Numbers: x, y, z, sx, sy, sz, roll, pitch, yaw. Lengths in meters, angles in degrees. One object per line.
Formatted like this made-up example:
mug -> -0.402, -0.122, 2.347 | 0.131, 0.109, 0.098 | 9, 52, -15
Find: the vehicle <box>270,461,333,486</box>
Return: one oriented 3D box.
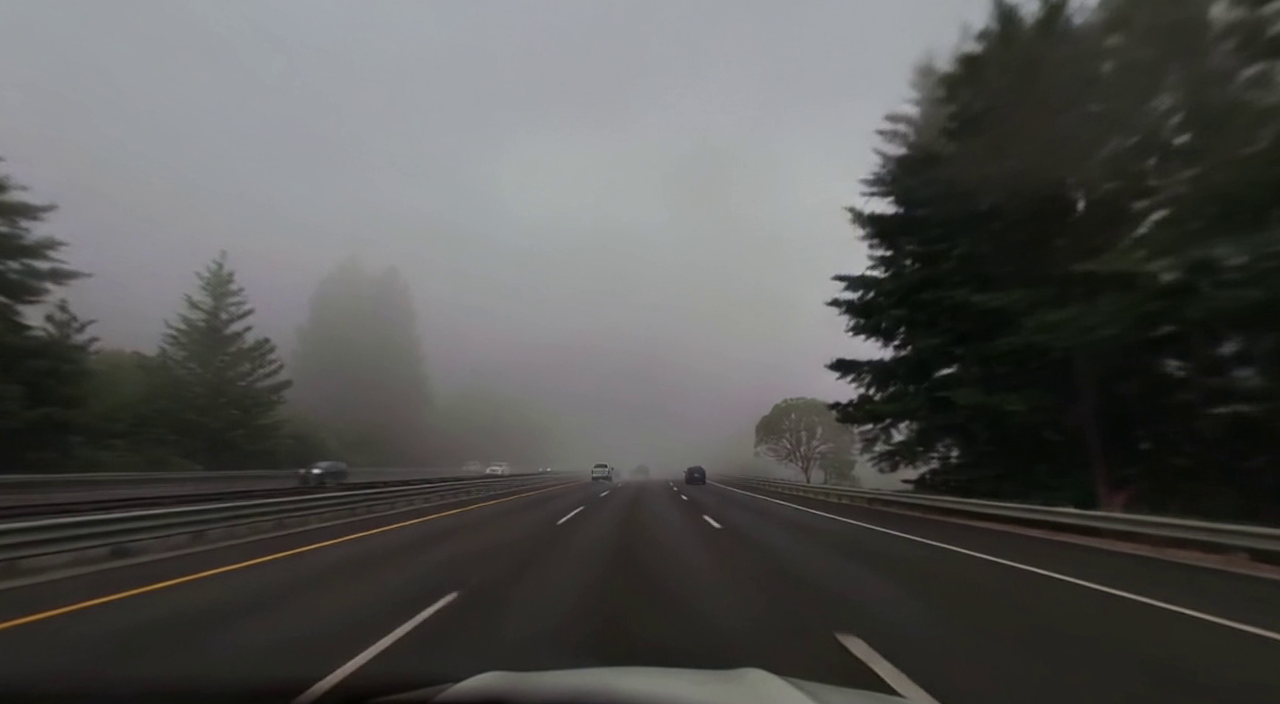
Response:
vehicle -> -20.540, 7.385, 38.370 | 1.697, 1.419, 3.598 | 0, -11, 1
